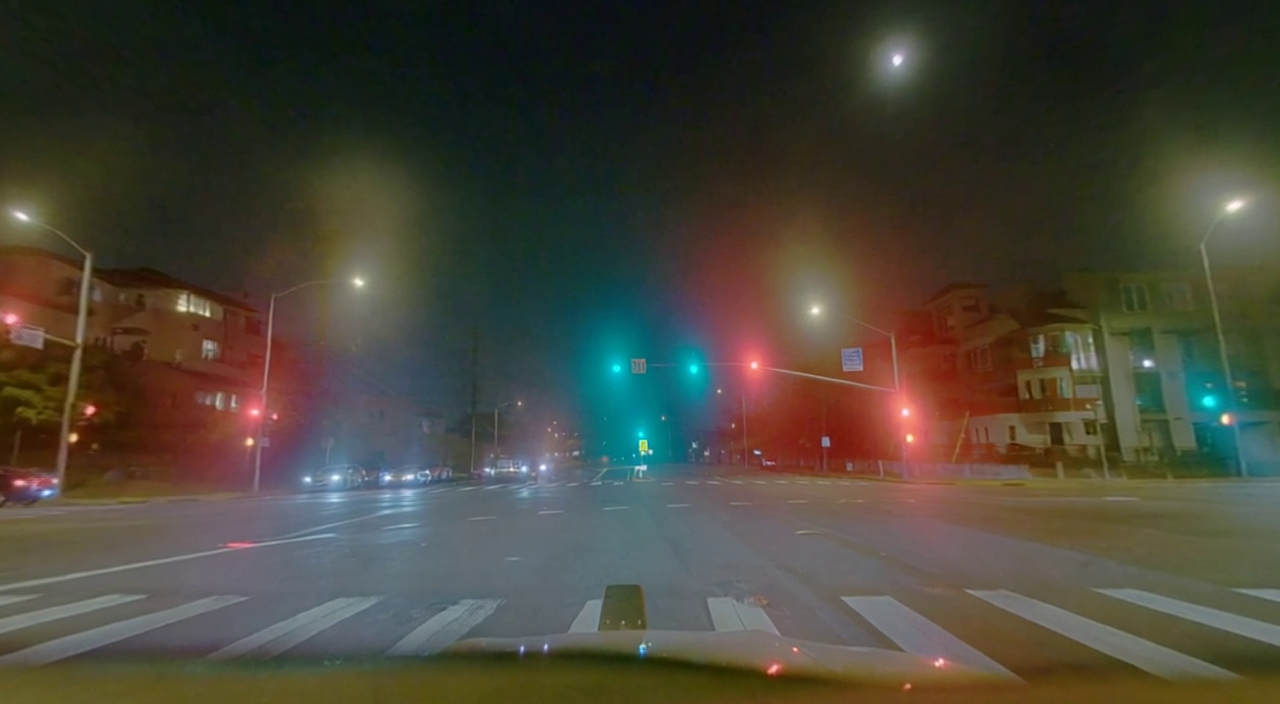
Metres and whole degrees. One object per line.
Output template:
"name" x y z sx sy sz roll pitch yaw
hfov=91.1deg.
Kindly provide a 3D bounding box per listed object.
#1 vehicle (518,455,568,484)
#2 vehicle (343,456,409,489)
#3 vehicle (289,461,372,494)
"vehicle" -5.479 6.706 36.021 2.154 1.501 4.416 0 -9 0
"vehicle" -16.231 7.377 38.863 1.960 1.819 5.018 0 -9 -1
"vehicle" -16.106 6.551 32.988 2.055 1.506 4.663 0 -9 -1
